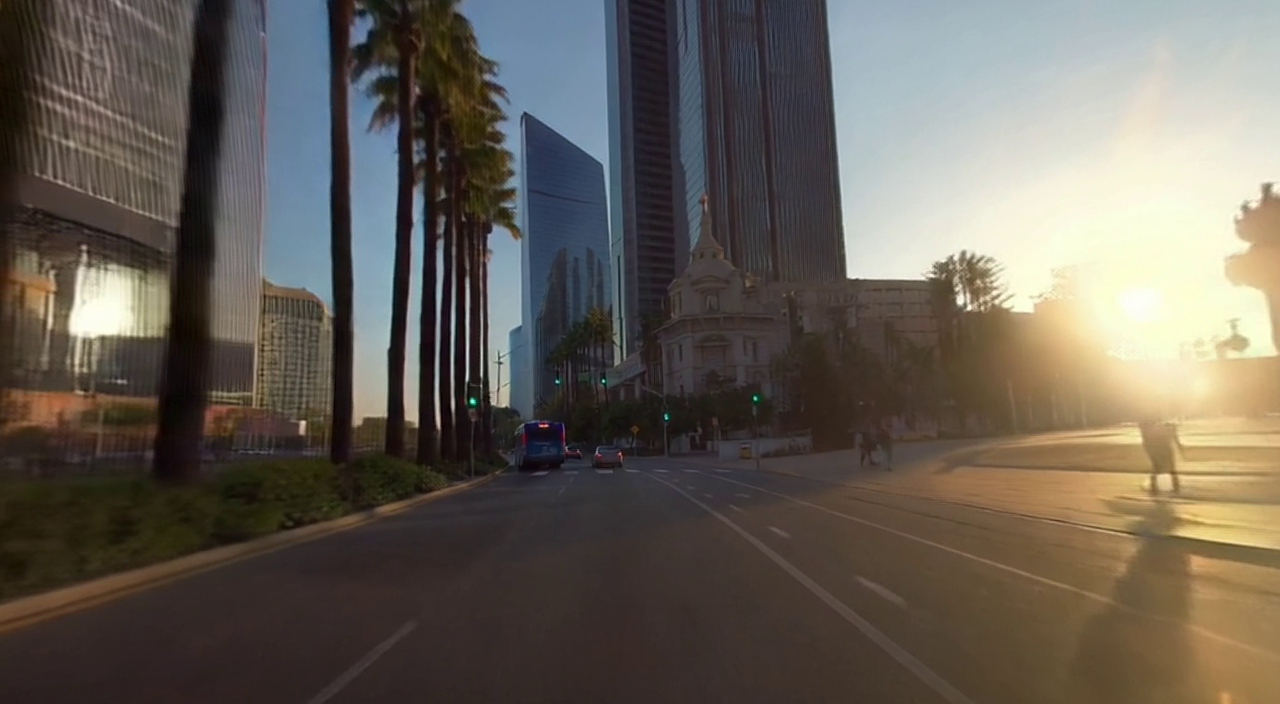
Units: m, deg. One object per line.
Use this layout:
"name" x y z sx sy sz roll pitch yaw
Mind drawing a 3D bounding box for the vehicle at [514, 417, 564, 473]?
"vehicle" -6.089 5.761 38.972 2.678 3.042 8.474 1 -8 -7

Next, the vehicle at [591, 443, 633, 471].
"vehicle" -1.660 5.991 36.199 2.107 1.481 4.097 1 -8 -7
